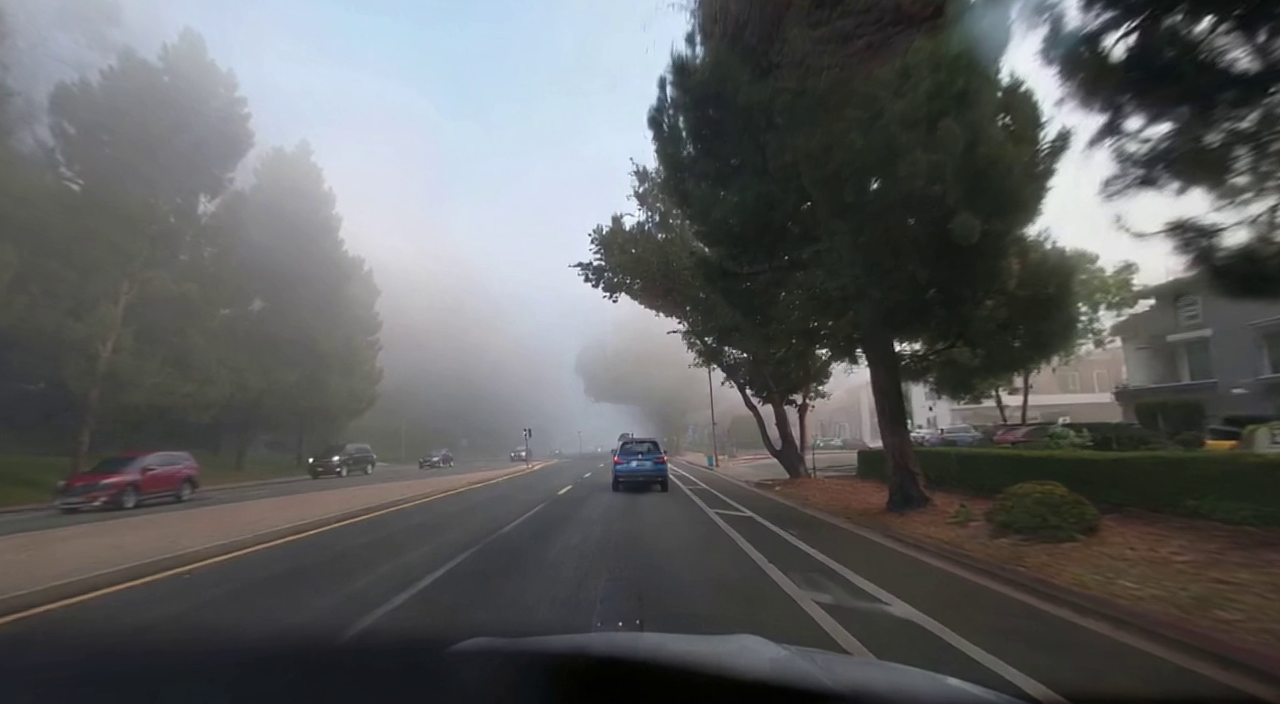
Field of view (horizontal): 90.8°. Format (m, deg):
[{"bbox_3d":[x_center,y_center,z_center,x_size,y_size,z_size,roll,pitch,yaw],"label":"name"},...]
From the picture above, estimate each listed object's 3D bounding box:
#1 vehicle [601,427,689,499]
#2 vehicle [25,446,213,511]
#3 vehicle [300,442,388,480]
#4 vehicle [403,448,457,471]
[{"bbox_3d":[0.116,2.939,17.045,2.094,1.682,3.866,0,-9,0],"label":"vehicle"},{"bbox_3d":[-15.213,3.668,18.849,1.948,1.690,4.303,0,-9,0],"label":"vehicle"},{"bbox_3d":[-15.676,5.777,33.809,2.283,1.880,4.960,0,-9,0],"label":"vehicle"},{"bbox_3d":[-15.056,7.718,45.664,2.124,1.542,4.702,-1,-9,2],"label":"vehicle"}]
